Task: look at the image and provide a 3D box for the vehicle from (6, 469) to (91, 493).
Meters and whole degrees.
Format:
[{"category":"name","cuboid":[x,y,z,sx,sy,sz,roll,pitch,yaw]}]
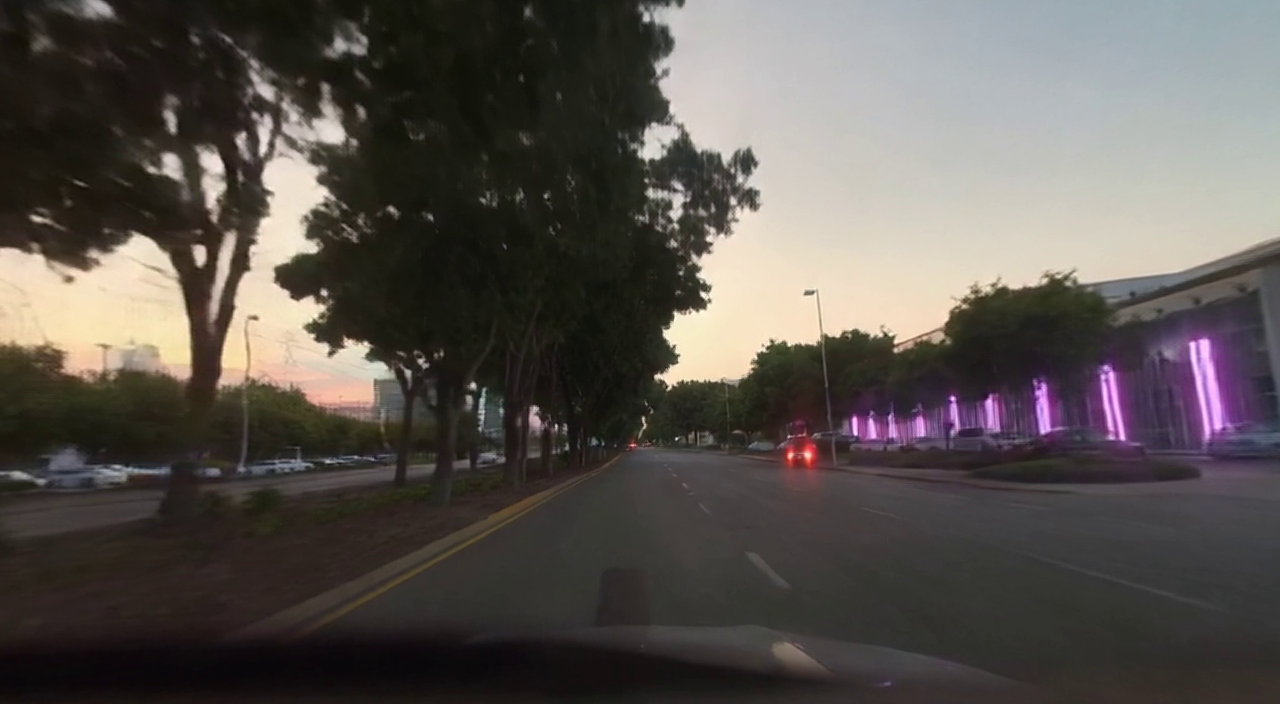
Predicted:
[{"category":"vehicle","cuboid":[-44.215,9.610,47.282,1.824,1.521,4.573,0,-9,2]}]
